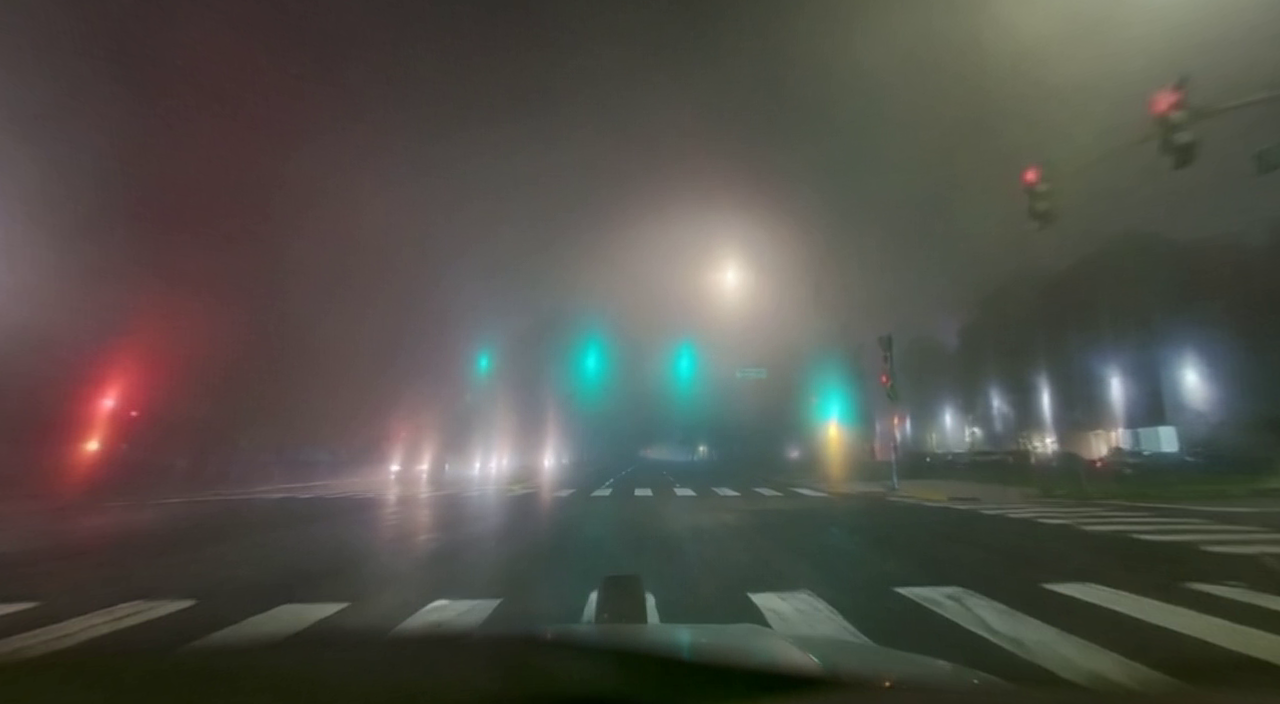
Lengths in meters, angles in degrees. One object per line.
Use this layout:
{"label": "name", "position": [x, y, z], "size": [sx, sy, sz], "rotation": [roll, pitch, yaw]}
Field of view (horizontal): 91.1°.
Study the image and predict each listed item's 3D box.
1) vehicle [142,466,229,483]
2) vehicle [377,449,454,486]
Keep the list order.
{"label": "vehicle", "position": [-30.548, 8.239, 42.254], "size": [4.611, 1.021, 1.473], "rotation": [1, -8, -4]}
{"label": "vehicle", "position": [-11.528, 5.936, 32.640], "size": [2.069, 1.673, 4.853], "rotation": [-1, -8, 1]}
